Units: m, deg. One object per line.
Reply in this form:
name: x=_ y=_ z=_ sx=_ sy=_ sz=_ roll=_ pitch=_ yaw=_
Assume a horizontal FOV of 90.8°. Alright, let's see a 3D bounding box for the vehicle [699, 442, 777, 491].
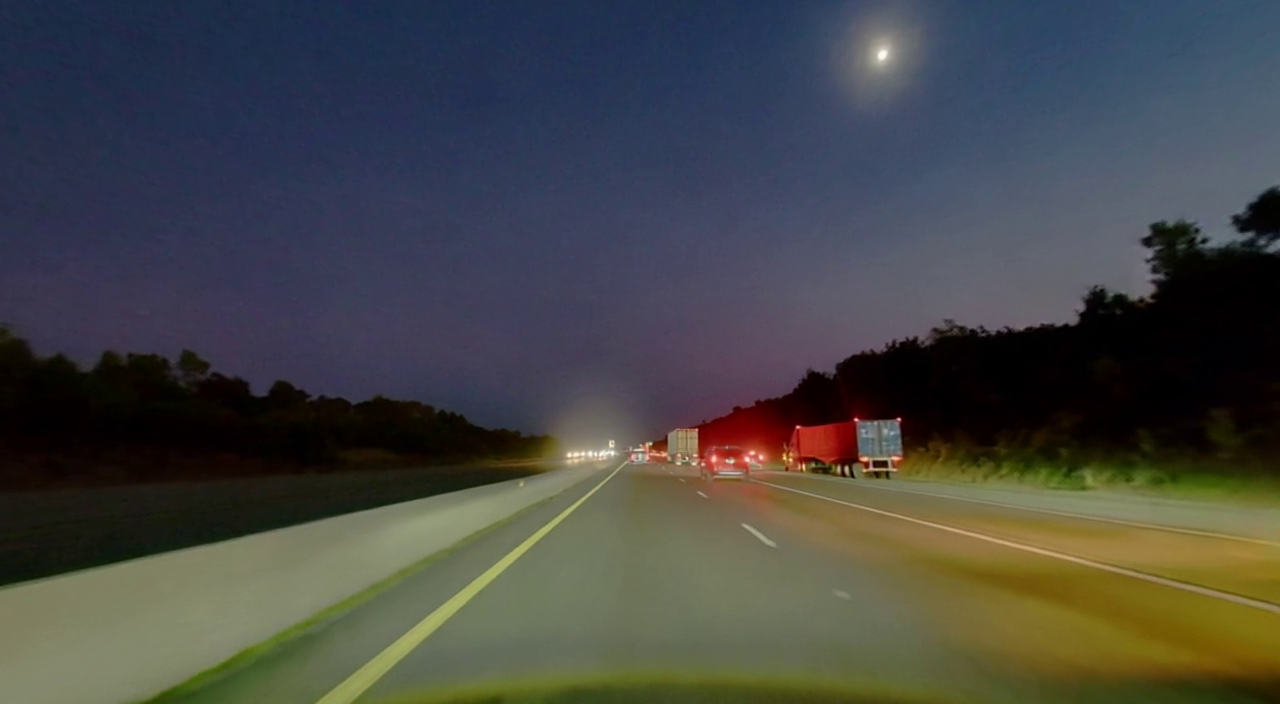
vehicle: x=3.633 y=4.336 z=24.204 sx=2.130 sy=1.658 sz=4.537 roll=0 pitch=-9 yaw=-2
